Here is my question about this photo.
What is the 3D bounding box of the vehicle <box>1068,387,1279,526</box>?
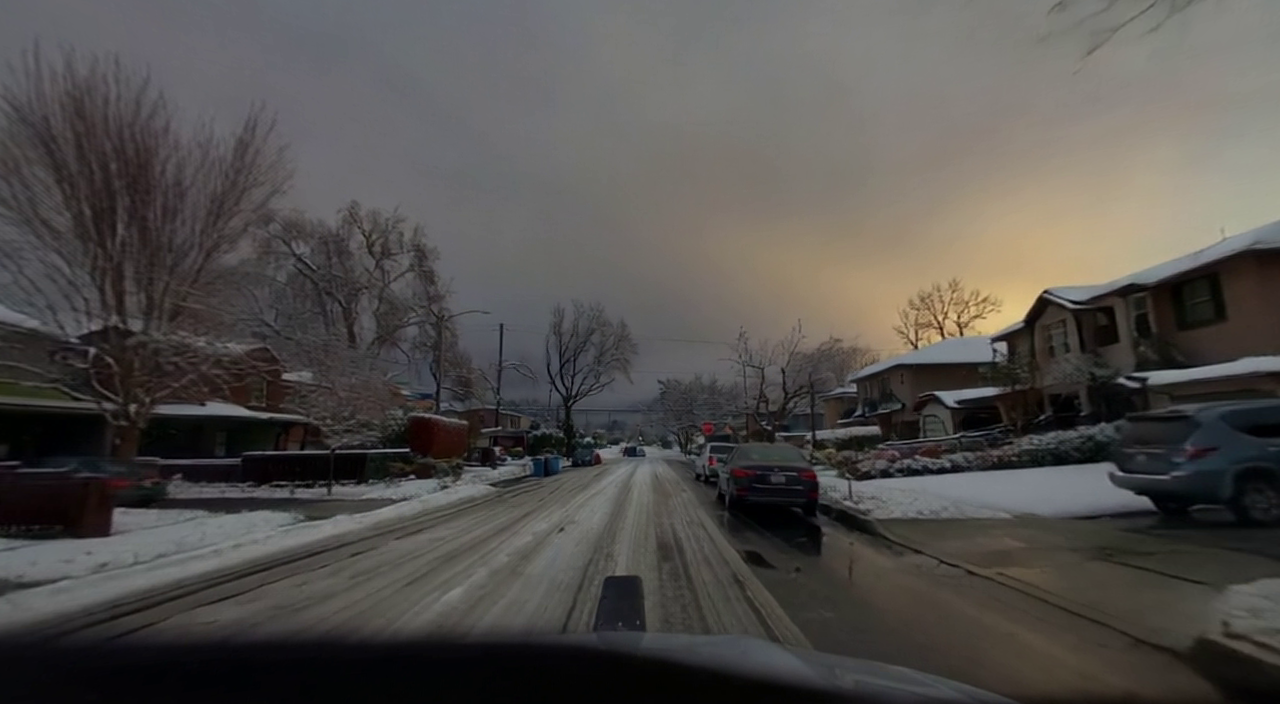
[{"bbox_3d":[9.064,1.427,8.843,4.643,1.700,1.972,0,-9,0],"label":"vehicle"}]

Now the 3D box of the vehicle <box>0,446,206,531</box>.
[{"bbox_3d":[-11.256,2.582,12.297,4.118,1.492,1.902,0,-9,-2],"label":"vehicle"}]

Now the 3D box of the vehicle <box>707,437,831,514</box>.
[{"bbox_3d":[2.748,2.739,14.560,2.022,1.483,4.565,0,-9,2],"label":"vehicle"}]

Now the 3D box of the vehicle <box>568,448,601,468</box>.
[{"bbox_3d":[-4.278,8.329,49.744,1.987,1.459,4.473,-1,-8,3],"label":"vehicle"}]

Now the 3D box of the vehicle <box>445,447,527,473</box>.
[{"bbox_3d":[-10.213,7.180,42.097,4.933,1.547,2.125,-1,-8,0],"label":"vehicle"}]
